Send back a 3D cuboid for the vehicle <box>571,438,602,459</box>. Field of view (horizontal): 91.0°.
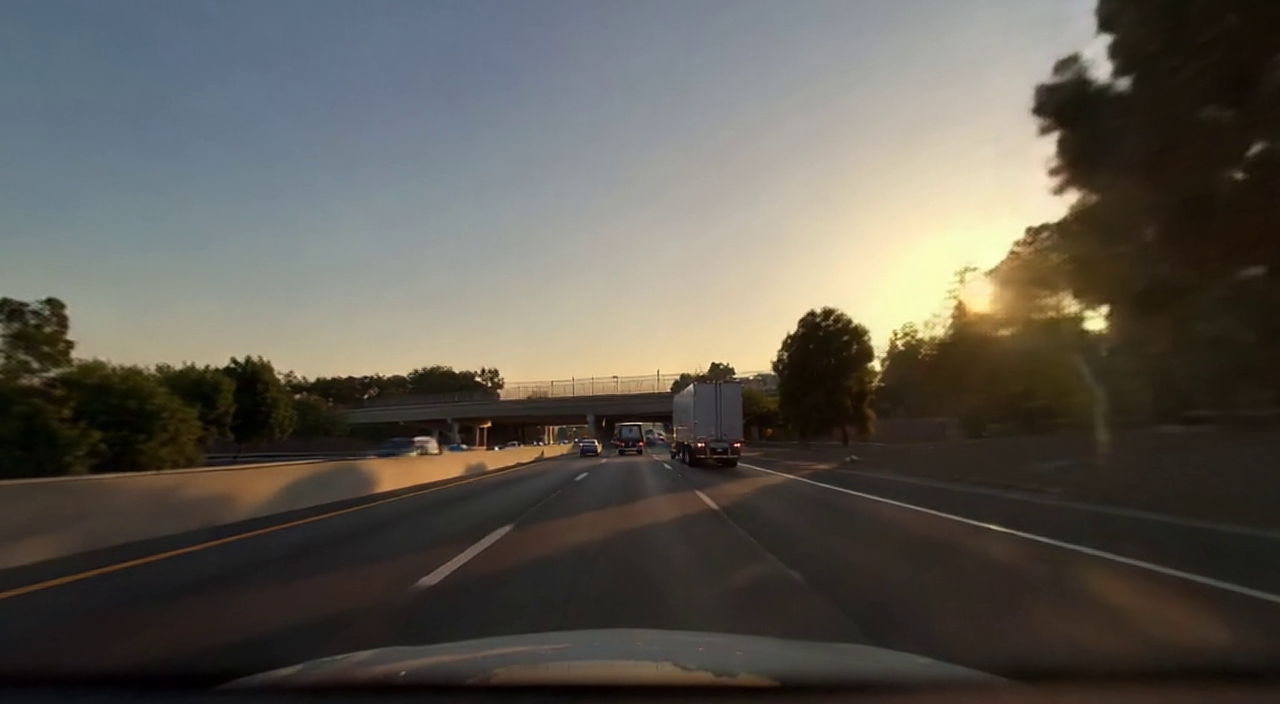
[{"bbox_3d":[-4.157,7.636,49.862,2.111,1.536,4.270,0,-8,0],"label":"vehicle"}]

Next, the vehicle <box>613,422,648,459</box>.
[{"bbox_3d":[-0.729,6.856,48.577,2.481,2.618,6.314,0,-8,0],"label":"vehicle"}]

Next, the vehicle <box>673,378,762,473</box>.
[{"bbox_3d":[3.576,3.897,32.189,2.997,3.983,10.860,1,-8,-1],"label":"vehicle"}]
